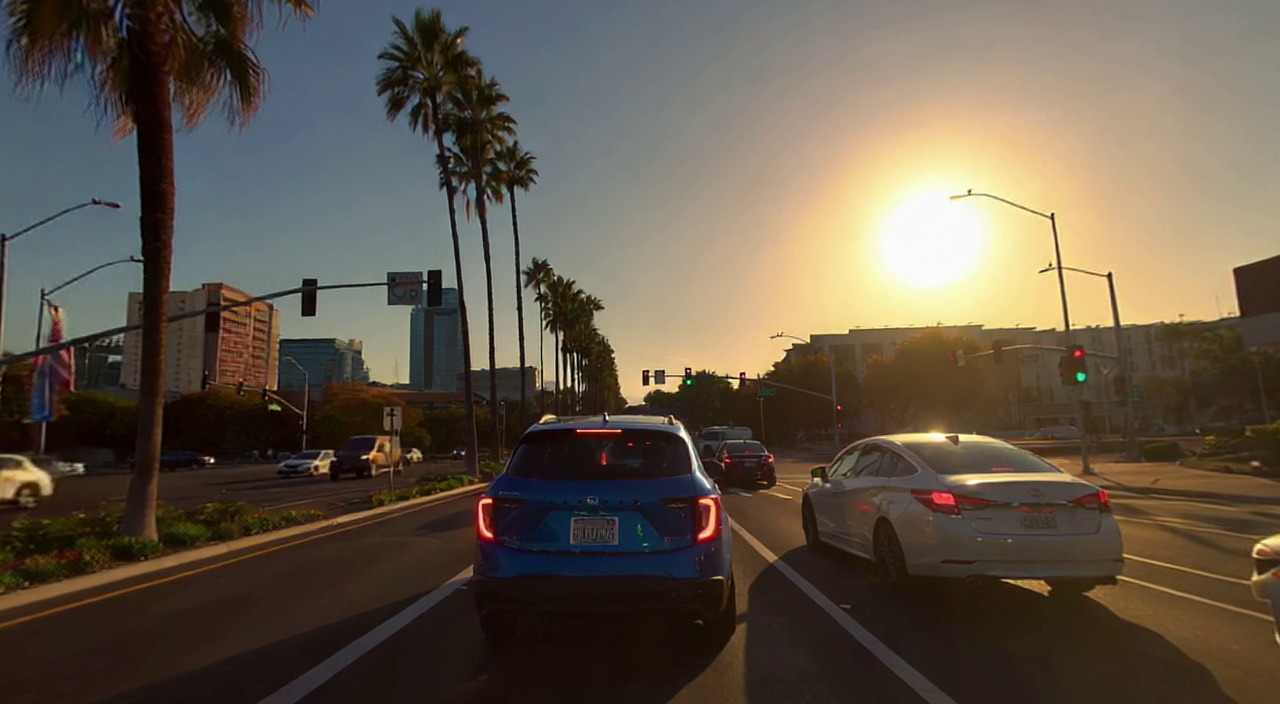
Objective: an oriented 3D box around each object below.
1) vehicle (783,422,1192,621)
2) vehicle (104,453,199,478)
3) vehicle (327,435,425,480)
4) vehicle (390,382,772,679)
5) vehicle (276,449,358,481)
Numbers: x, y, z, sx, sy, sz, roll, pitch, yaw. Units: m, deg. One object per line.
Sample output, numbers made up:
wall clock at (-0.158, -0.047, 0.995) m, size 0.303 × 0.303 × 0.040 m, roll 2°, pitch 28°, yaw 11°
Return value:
vehicle at (3.120, 1.608, 7.001) m, size 1.971 × 1.473 × 4.495 m, roll 0°, pitch -8°, yaw 0°
vehicle at (-36.615, 8.507, 47.121) m, size 5.347 × 1.785 × 2.123 m, roll 0°, pitch -8°, yaw 1°
vehicle at (-12.554, 5.059, 30.397) m, size 2.317 × 1.924 × 5.636 m, roll 0°, pitch -9°, yaw -1°
vehicle at (-0.336, 1.319, 5.699) m, size 2.172 × 1.694 × 4.055 m, roll 0°, pitch -8°, yaw 0°
vehicle at (-16.894, 5.894, 33.067) m, size 1.951 × 1.500 × 4.372 m, roll 0°, pitch -8°, yaw 1°
